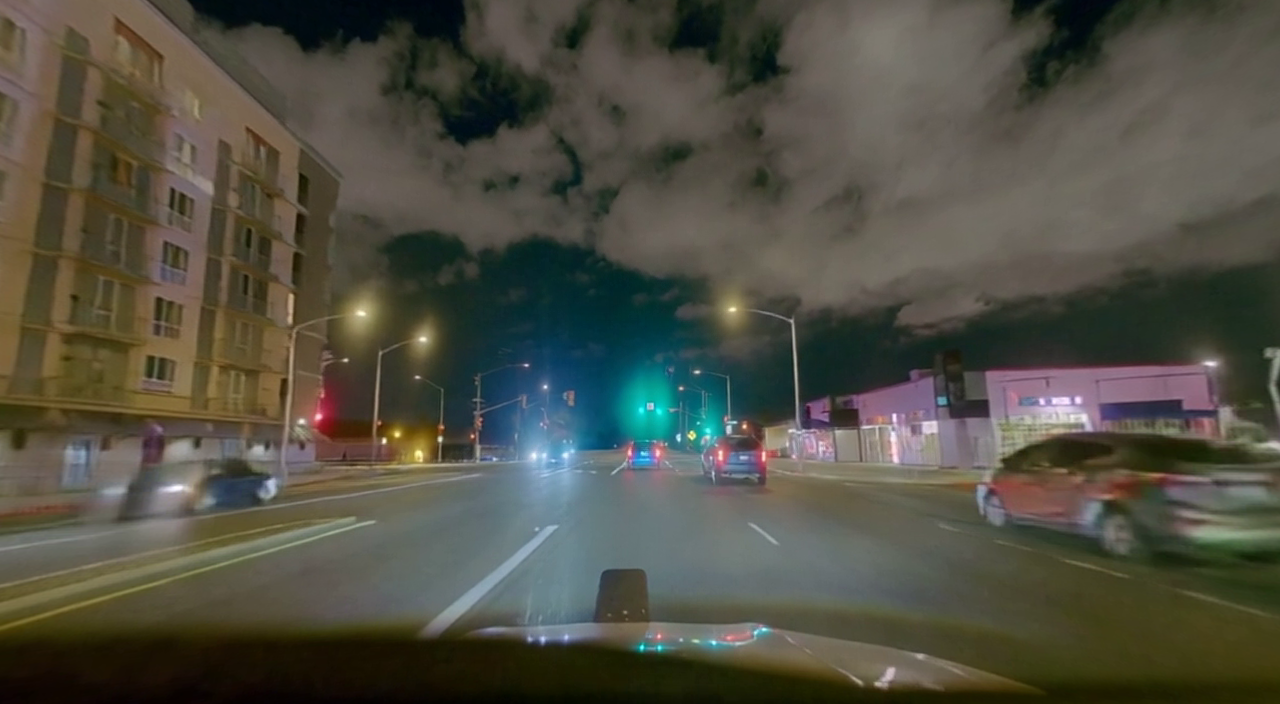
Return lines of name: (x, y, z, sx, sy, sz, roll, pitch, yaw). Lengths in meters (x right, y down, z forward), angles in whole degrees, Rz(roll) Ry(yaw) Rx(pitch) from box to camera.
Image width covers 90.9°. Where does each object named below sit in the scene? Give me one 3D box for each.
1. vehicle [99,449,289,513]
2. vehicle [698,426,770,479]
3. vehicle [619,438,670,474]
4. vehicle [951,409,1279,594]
vehicle: (-12.072, 3.471, 17.555, 2.023, 1.496, 4.529, 0, -9, -1)
vehicle: (3.724, 4.117, 25.921, 2.159, 1.938, 4.836, 0, -9, 0)
vehicle: (0.234, 4.883, 29.817, 2.245, 1.587, 4.094, 0, -9, 1)
vehicle: (6.671, 1.943, 9.052, 2.056, 1.877, 4.597, -3, -9, 2)
